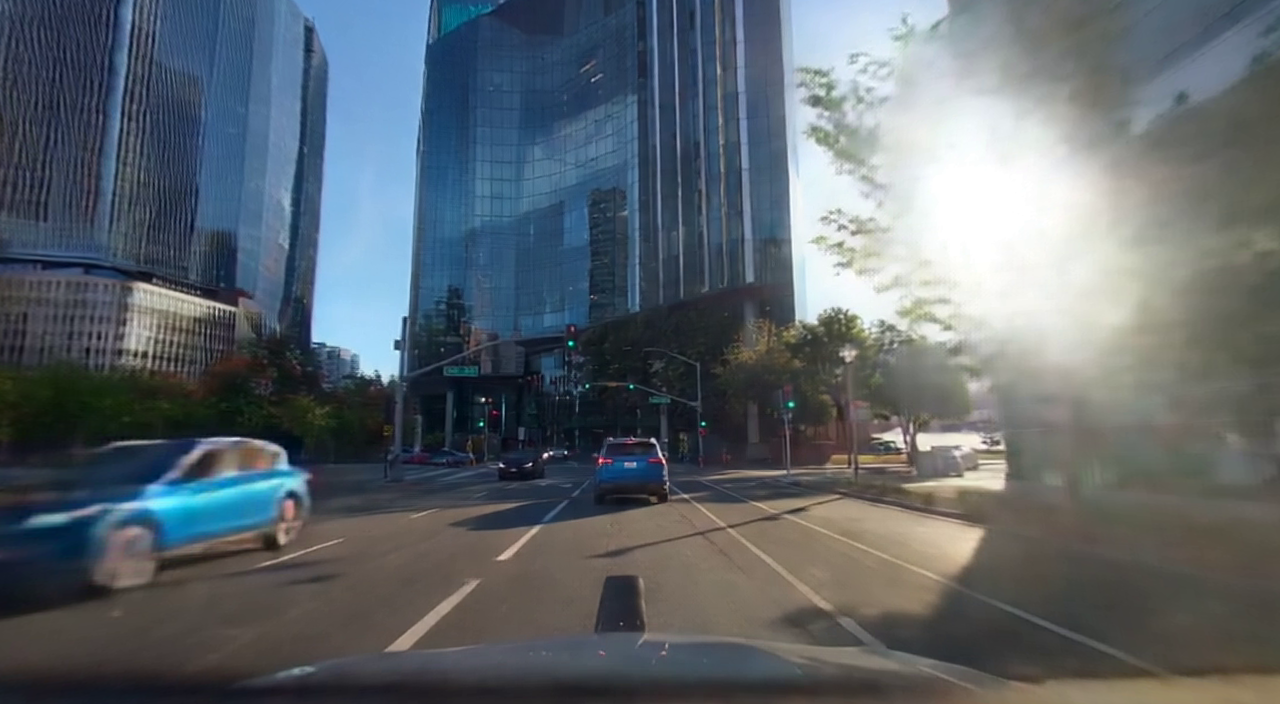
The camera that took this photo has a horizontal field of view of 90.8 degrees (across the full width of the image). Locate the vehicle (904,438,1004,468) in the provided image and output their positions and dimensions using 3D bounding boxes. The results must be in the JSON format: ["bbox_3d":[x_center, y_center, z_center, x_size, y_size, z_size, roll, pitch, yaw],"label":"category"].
[{"bbox_3d":[16.864,5.425,34.021,4.422,1.563,1.751,0,-9,-2],"label":"vehicle"}]

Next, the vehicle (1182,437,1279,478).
[{"bbox_3d":[26.454,4.443,26.727,5.161,1.610,2.024,0,-9,-2],"label":"vehicle"}]

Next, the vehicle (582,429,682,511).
[{"bbox_3d":[-0.243,2.891,15.890,2.183,1.765,4.059,0,-9,-2],"label":"vehicle"}]

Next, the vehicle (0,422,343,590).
[{"bbox_3d":[-6.005,1.861,8.476,2.028,1.655,4.189,0,-9,-1],"label":"vehicle"}]

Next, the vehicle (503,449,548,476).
[{"bbox_3d":[-6.779,6.588,37.937,1.908,1.475,4.337,0,-9,0],"label":"vehicle"}]
